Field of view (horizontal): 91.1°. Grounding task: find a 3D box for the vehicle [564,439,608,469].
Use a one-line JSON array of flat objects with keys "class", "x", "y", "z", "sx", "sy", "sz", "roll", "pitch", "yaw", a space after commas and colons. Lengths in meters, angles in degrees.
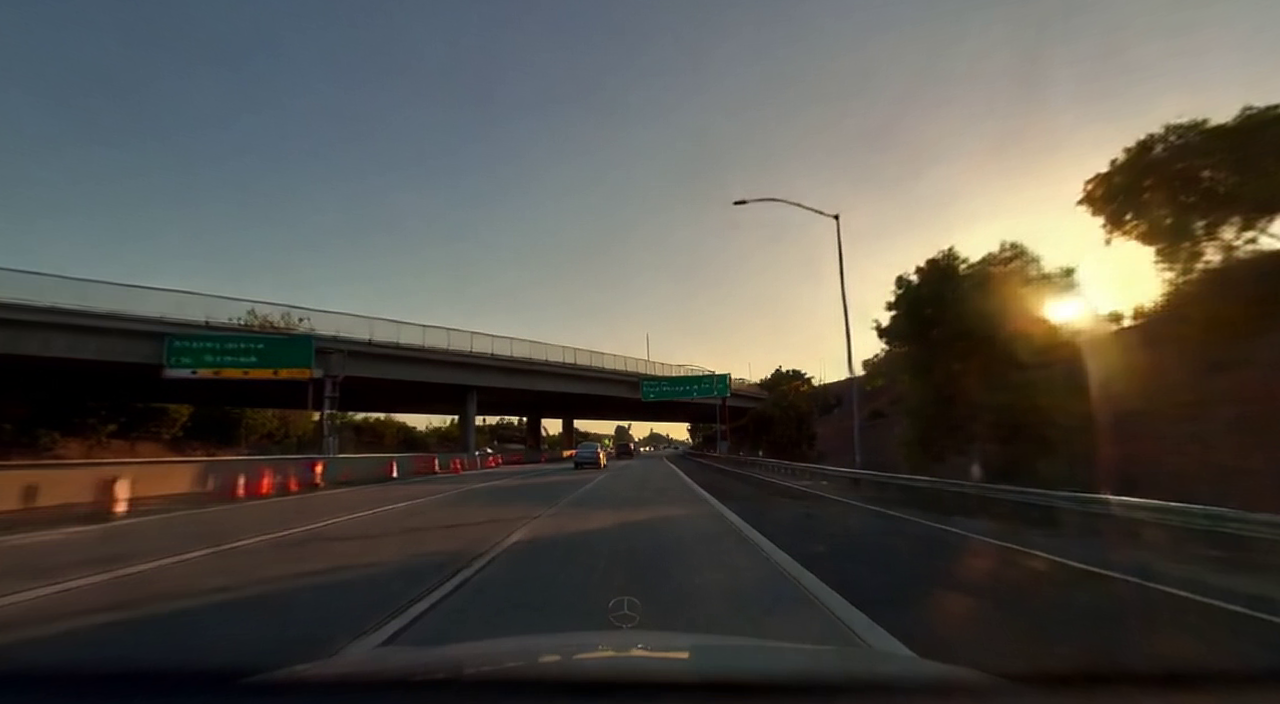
[{"class": "vehicle", "x": -3.041, "y": 5.865, "z": 36.274, "sx": 2.078, "sy": 1.629, "sz": 4.059, "roll": 0, "pitch": -8, "yaw": 1}]
